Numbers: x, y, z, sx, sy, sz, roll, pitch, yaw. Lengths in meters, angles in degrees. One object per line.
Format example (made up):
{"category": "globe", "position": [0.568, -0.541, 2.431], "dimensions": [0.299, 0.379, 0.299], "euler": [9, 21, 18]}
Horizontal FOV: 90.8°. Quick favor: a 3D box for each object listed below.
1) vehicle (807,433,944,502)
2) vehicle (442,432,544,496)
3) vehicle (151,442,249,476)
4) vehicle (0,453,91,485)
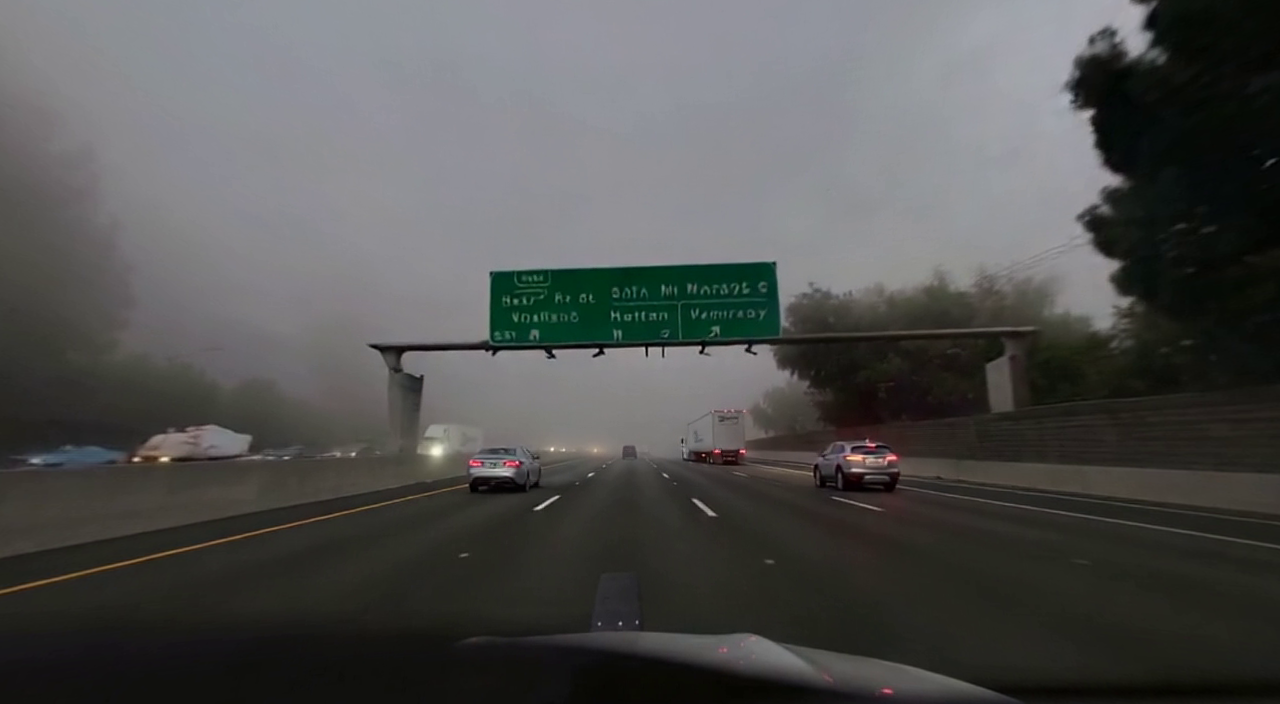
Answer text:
{"category": "vehicle", "position": [6.256, 3.122, 17.443], "dimensions": [1.991, 1.647, 4.409], "euler": [0, -9, -1]}
{"category": "vehicle", "position": [-4.157, 3.250, 18.607], "dimensions": [2.027, 1.651, 4.099], "euler": [0, -9, 0]}
{"category": "vehicle", "position": [-19.630, 4.784, 28.405], "dimensions": [1.847, 1.440, 3.572], "euler": [0, -9, -1]}
{"category": "vehicle", "position": [-27.598, 5.346, 29.073], "dimensions": [1.768, 1.355, 3.208], "euler": [0, -9, -1]}
